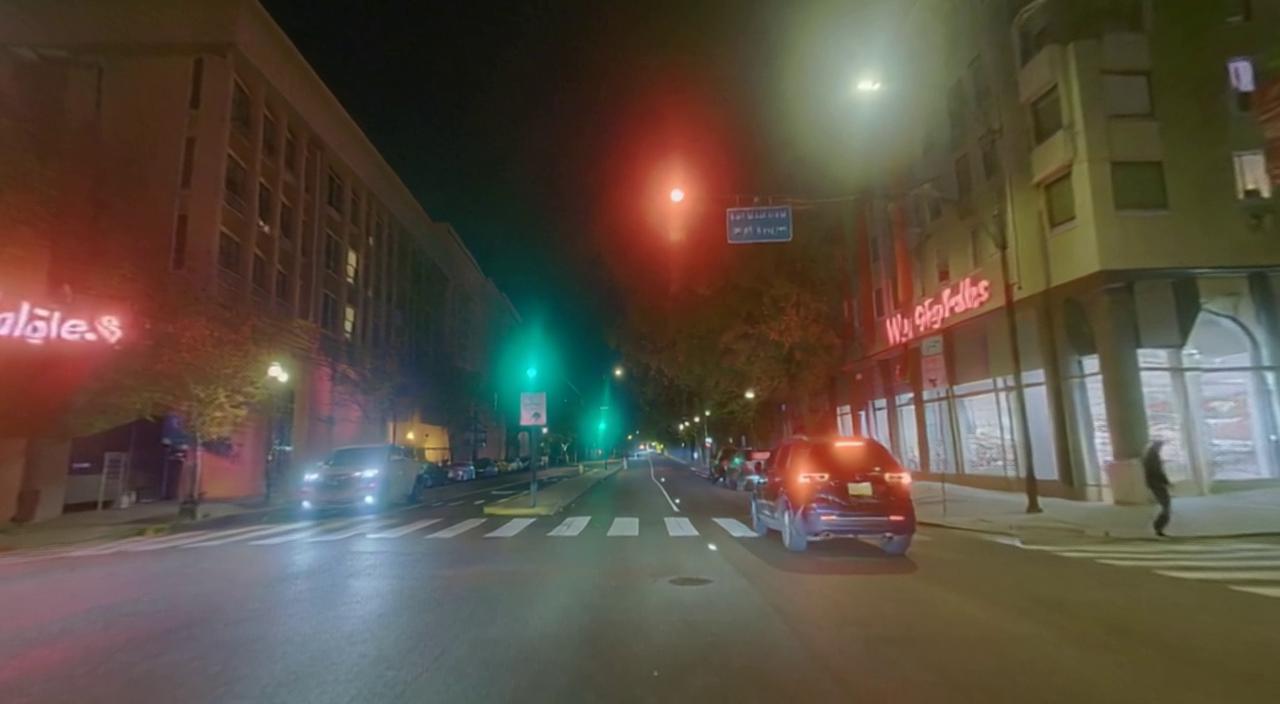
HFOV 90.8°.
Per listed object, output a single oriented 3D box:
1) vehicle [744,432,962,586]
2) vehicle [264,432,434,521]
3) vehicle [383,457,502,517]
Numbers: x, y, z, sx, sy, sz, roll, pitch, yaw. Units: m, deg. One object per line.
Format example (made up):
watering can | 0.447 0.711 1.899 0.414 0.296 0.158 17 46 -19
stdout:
vehicle | 2.573 1.930 8.388 1.822 1.654 2.794 0 -8 -1
vehicle | -8.693 3.744 19.778 2.489 2.323 5.843 0 -8 0
vehicle | -5.668 3.920 18.839 1.983 1.438 4.559 0 -8 1
